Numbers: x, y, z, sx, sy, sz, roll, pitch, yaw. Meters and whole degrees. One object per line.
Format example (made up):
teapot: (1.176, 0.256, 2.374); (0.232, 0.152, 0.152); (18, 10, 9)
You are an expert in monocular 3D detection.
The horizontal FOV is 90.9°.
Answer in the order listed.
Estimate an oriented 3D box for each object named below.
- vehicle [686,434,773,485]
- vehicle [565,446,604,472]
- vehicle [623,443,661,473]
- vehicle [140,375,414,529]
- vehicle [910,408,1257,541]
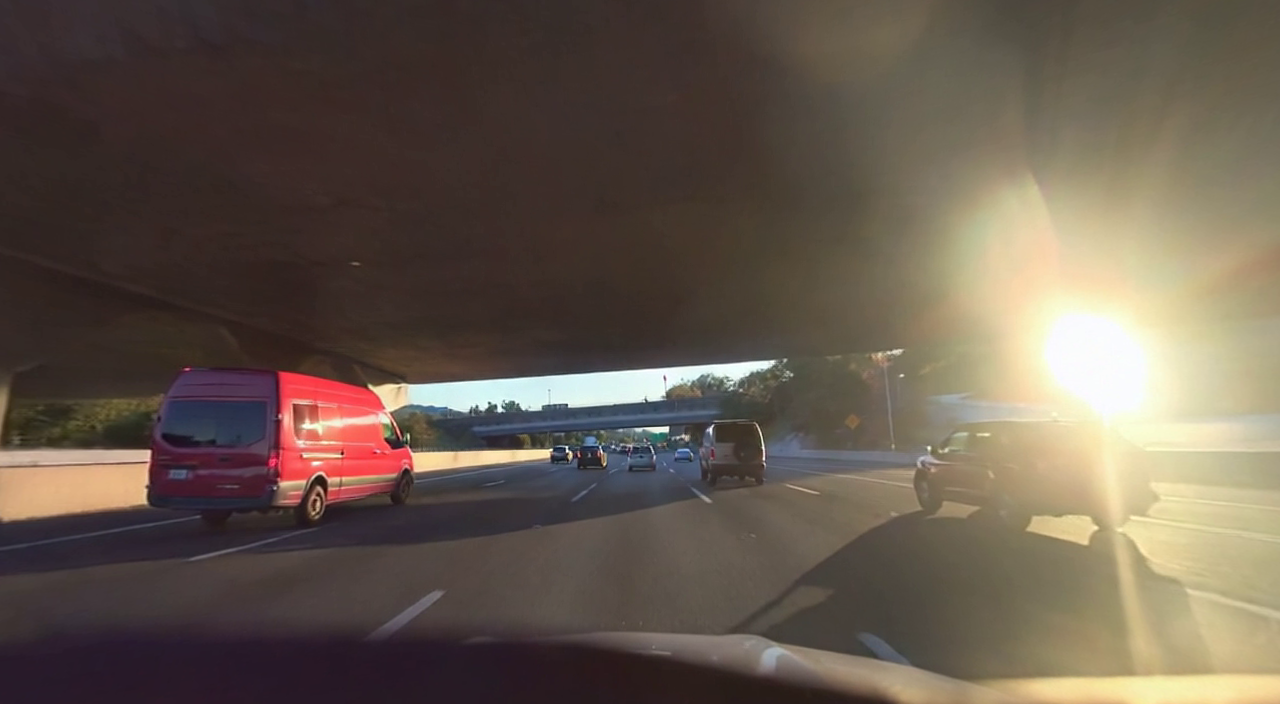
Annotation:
vehicle: (3.574, 4.485, 26.663); (2.777, 1.895, 5.710); (0, -9, 0)
vehicle: (-3.387, 6.601, 39.249); (1.970, 1.483, 4.071); (0, -8, 1)
vehicle: (0.104, 6.147, 36.814); (2.115, 1.617, 4.102); (0, -8, 0)
vehicle: (-7.590, 2.231, 14.444); (2.336, 2.708, 6.421); (0, -8, 1)
vehicle: (7.467, 2.149, 11.765); (2.304, 1.840, 5.706); (0, -8, 0)
